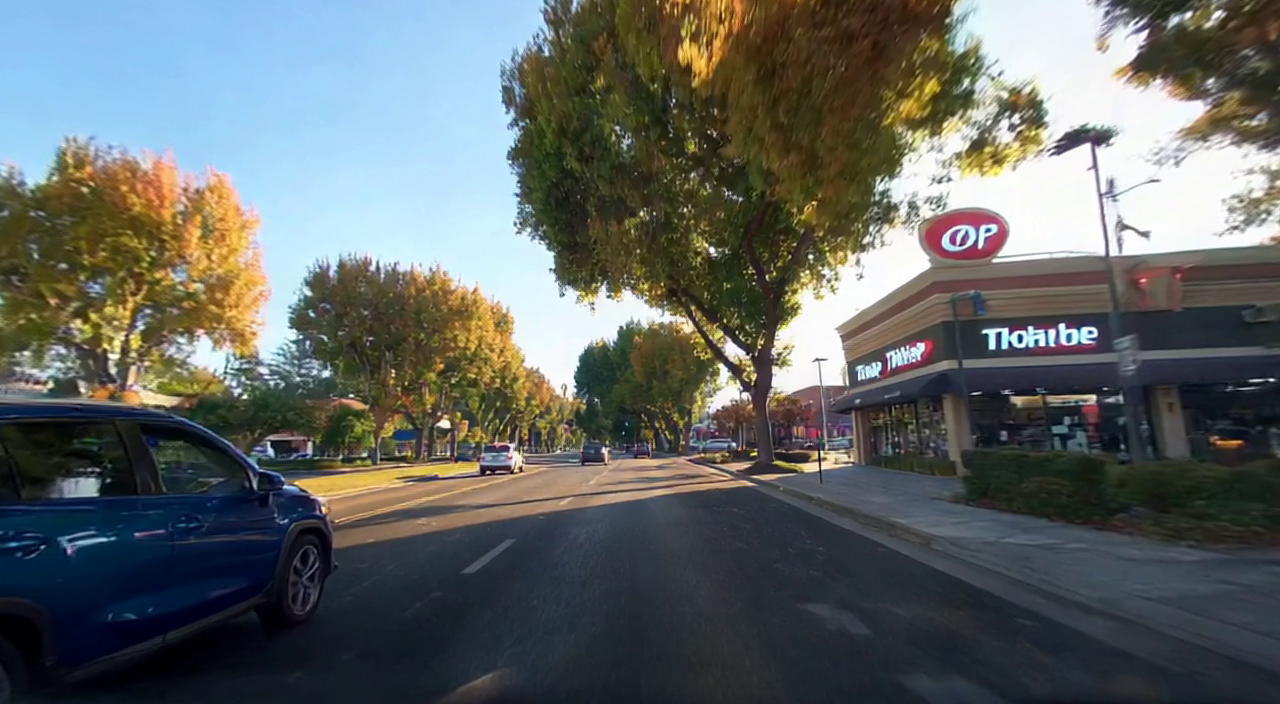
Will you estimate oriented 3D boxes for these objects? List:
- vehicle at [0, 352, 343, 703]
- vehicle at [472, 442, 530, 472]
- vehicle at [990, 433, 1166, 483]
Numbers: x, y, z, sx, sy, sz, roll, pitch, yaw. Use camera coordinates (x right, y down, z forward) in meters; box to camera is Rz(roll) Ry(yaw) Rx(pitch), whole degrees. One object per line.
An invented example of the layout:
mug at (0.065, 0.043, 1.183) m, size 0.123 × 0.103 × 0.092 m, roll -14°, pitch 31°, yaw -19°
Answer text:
vehicle at (-3.474, 0.909, 2.876) m, size 2.127 × 1.654 × 4.121 m, roll 0°, pitch -8°, yaw 1°
vehicle at (-7.279, 5.529, 33.427) m, size 1.990 × 1.483 × 4.410 m, roll 0°, pitch -8°, yaw 1°
vehicle at (15.497, 3.752, 22.480) m, size 4.806 × 1.664 × 2.050 m, roll 0°, pitch -8°, yaw -4°
